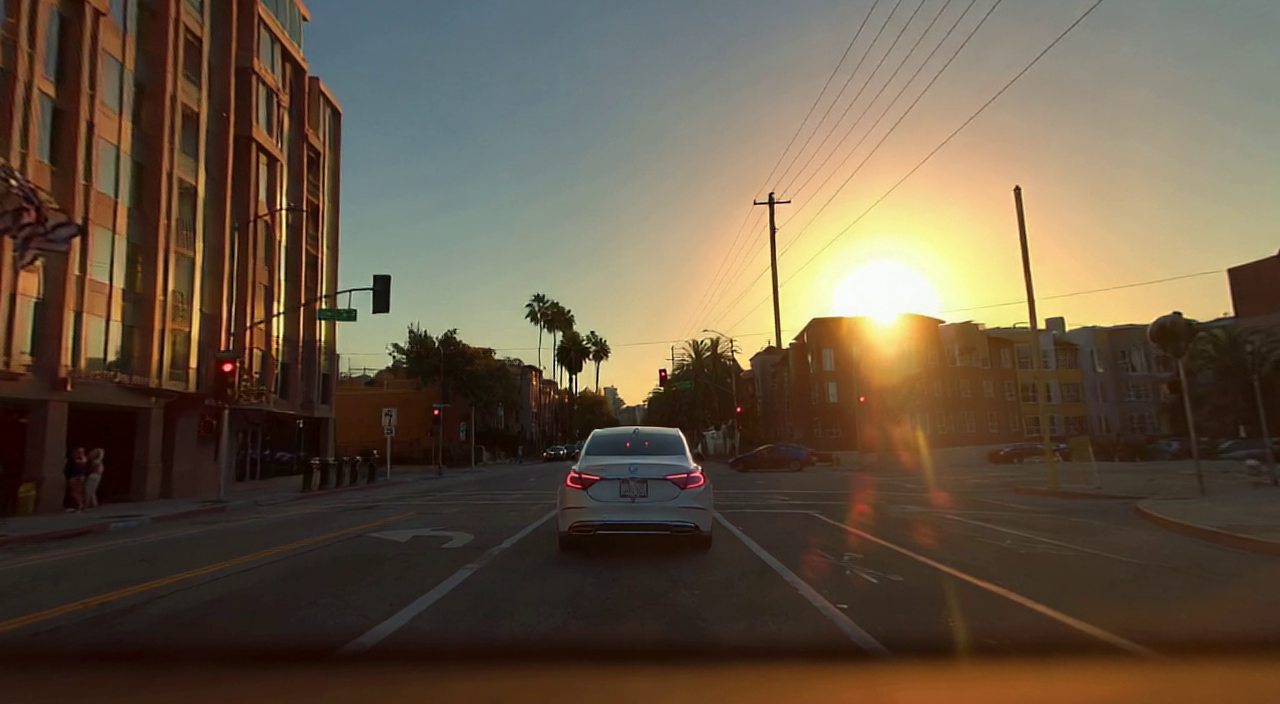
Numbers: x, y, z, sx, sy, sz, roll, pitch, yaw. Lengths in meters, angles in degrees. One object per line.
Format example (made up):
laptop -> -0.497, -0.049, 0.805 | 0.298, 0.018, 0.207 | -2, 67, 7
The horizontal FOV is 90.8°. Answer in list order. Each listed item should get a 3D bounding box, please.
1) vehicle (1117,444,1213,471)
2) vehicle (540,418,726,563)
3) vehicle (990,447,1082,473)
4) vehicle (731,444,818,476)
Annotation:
vehicle -> 32.161, 6.467, 38.775 | 4.234, 1.613, 1.812 | 0, -8, -1
vehicle -> -0.084, 1.875, 9.228 | 2.144, 1.643, 3.770 | 0, -8, 0
vehicle -> 24.197, 6.596, 38.678 | 4.417, 1.462, 1.761 | 0, -8, -1
vehicle -> 8.035, 6.440, 37.912 | 4.649, 1.760, 2.029 | -5, -10, 30
